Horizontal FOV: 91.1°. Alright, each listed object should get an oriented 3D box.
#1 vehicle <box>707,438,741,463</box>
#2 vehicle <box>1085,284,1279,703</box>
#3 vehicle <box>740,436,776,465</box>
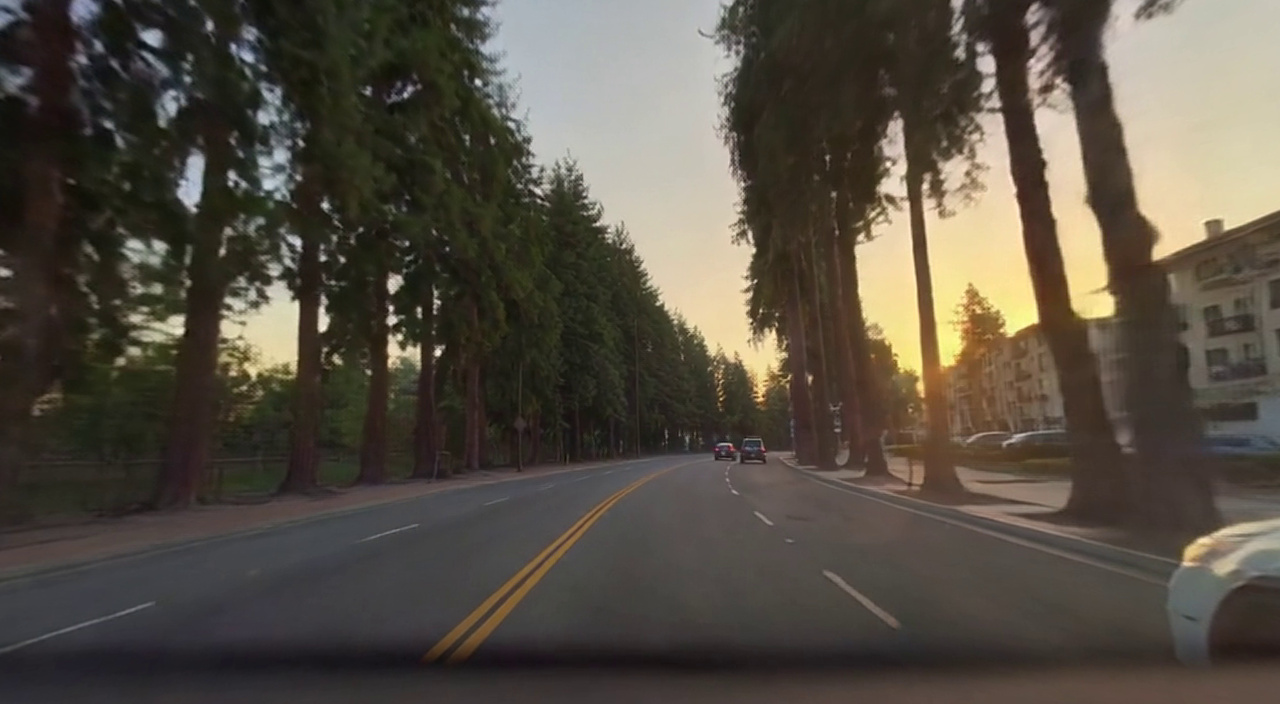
[{"bbox_3d":[6.600,7.664,49.108,2.158,1.852,4.485,-2,-9,13],"label":"vehicle"},{"bbox_3d":[3.336,0.461,0.552,2.219,1.881,5.104,0,-8,2],"label":"vehicle"},{"bbox_3d":[7.591,6.322,40.421,2.069,1.791,4.422,-1,-9,10],"label":"vehicle"}]
